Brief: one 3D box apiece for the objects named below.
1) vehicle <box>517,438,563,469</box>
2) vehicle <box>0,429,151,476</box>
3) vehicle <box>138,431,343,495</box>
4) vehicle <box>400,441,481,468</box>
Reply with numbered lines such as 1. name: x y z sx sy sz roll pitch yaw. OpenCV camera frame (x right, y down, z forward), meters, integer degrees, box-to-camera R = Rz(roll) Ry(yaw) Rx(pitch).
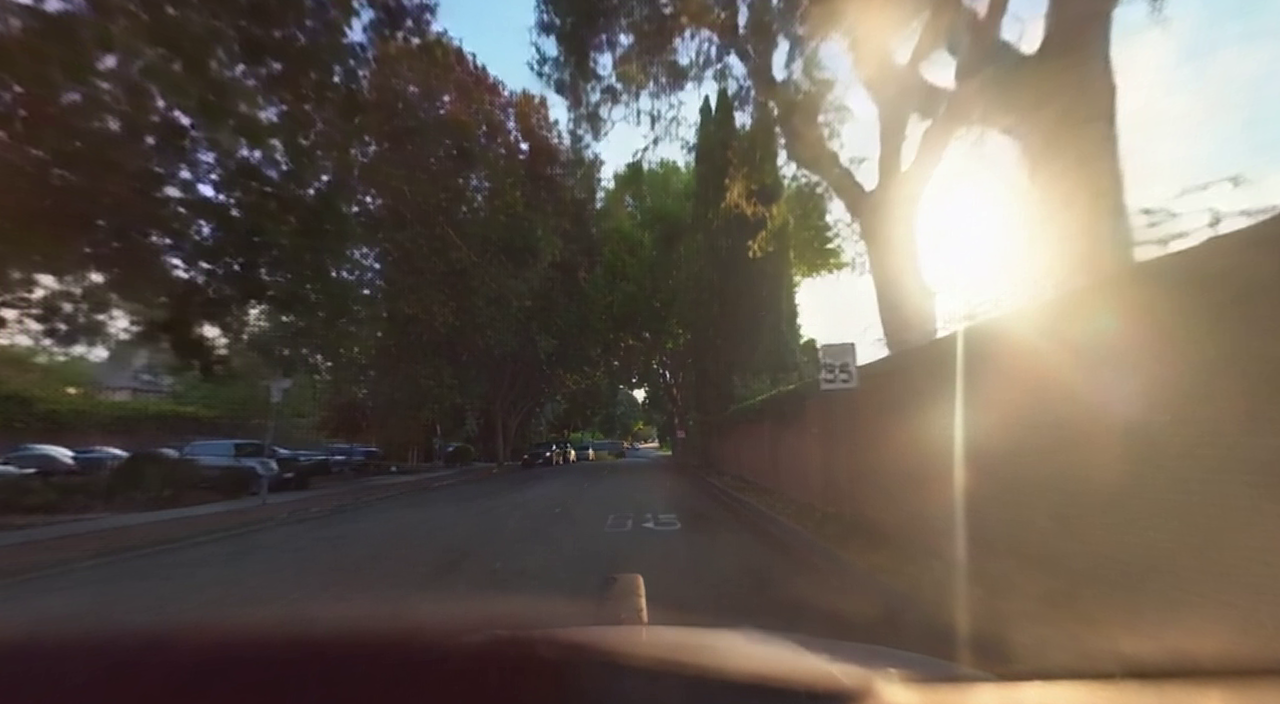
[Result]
1. vehicle: -6.489 6.647 41.718 2.109 1.847 5.553 0 -8 0
2. vehicle: -26.072 4.559 28.894 5.348 1.967 2.358 1 -8 -1
3. vehicle: -13.438 3.764 21.565 5.428 1.908 2.196 1 -9 0
4. vehicle: -13.962 7.176 44.511 4.991 1.692 1.960 2 -8 -2
